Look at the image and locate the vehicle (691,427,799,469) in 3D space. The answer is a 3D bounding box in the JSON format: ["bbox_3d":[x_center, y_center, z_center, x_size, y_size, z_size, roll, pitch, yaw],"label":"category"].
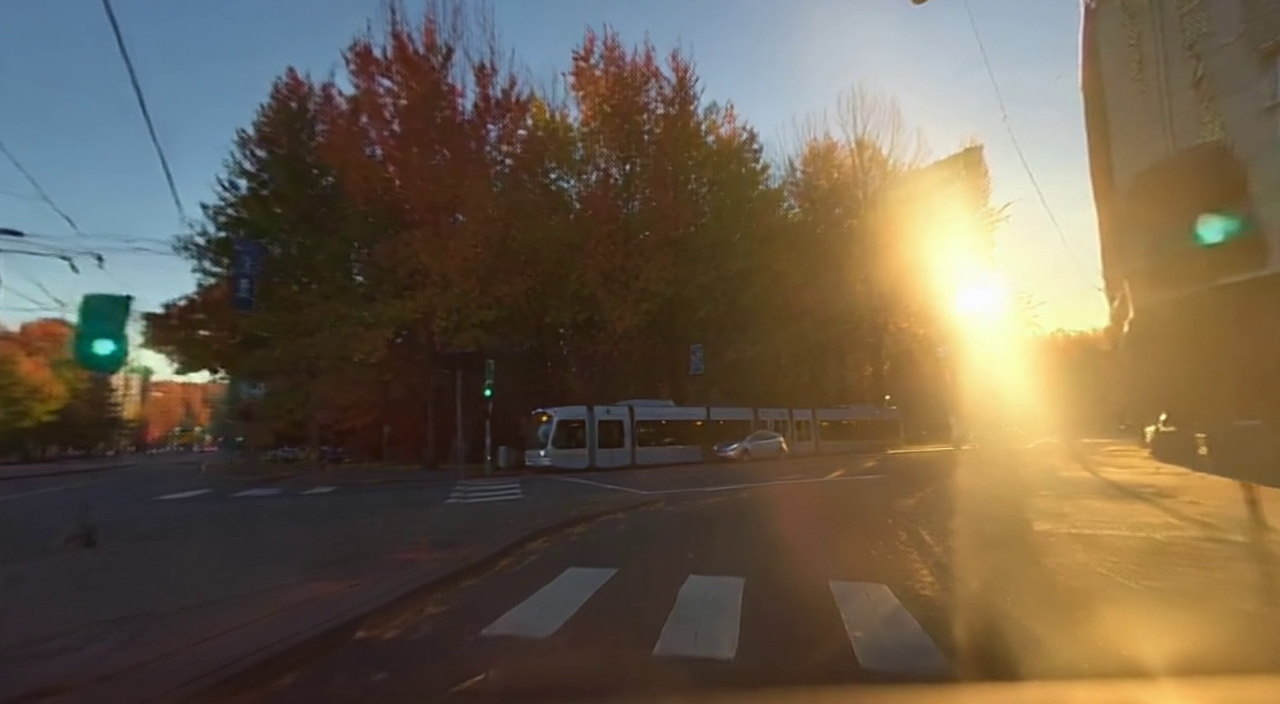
[{"bbox_3d":[4.839,4.407,28.758,4.687,1.760,2.028,5,-10,-33],"label":"vehicle"}]

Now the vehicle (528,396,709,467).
[{"bbox_3d":[-1.035,4.730,36.694,10.391,3.725,2.904,5,-10,-30],"label":"vehicle"}]

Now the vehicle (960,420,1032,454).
[{"bbox_3d":[23.211,5.574,40.807,4.386,2.070,2.092,5,-10,-32],"label":"vehicle"}]

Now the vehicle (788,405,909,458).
[{"bbox_3d":[15.879,5.898,47.238,10.068,3.618,2.878,3,-9,-34],"label":"vehicle"}]
